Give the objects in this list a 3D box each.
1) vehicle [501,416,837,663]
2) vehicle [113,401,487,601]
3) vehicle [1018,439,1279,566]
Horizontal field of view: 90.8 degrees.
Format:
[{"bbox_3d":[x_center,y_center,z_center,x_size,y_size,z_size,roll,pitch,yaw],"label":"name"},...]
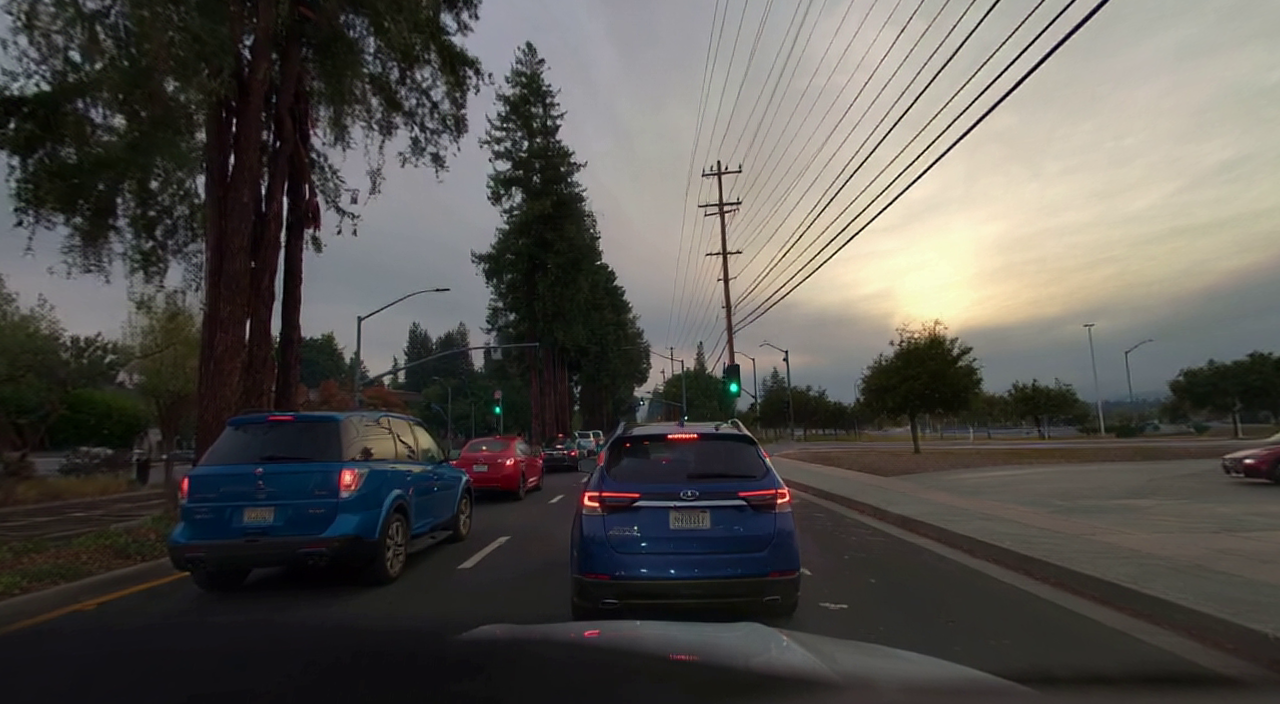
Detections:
[{"bbox_3d":[0.111,1.448,5.949,2.056,1.487,4.003,0,-9,-2],"label":"vehicle"},{"bbox_3d":[-3.477,1.615,7.703,2.105,1.706,4.337,0,-9,0],"label":"vehicle"},{"bbox_3d":[8.378,2.157,9.931,1.993,1.508,4.521,0,-9,-1],"label":"vehicle"}]
